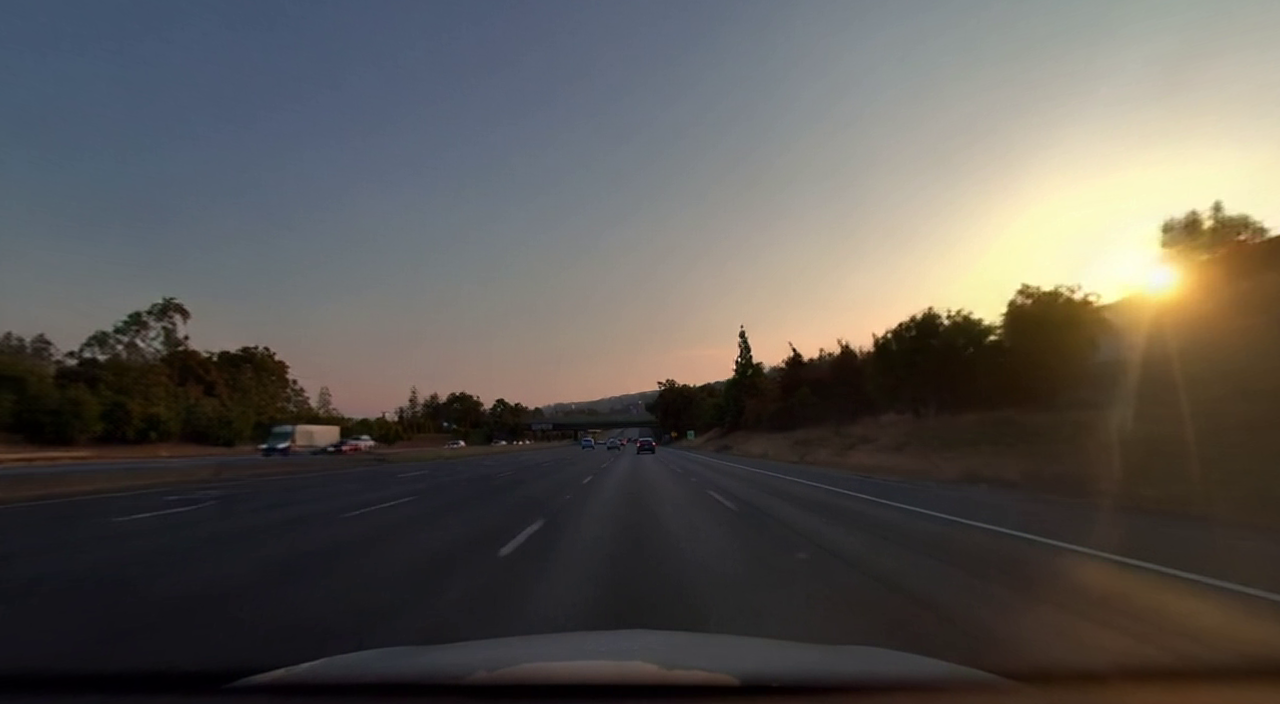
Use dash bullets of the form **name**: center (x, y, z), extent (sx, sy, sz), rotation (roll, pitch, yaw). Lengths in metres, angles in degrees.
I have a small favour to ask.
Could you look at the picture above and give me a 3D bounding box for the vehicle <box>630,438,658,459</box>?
- **vehicle**: center (0.284, 7.487, 49.027), extent (2.021, 1.528, 4.154), rotation (0, -8, -1)
